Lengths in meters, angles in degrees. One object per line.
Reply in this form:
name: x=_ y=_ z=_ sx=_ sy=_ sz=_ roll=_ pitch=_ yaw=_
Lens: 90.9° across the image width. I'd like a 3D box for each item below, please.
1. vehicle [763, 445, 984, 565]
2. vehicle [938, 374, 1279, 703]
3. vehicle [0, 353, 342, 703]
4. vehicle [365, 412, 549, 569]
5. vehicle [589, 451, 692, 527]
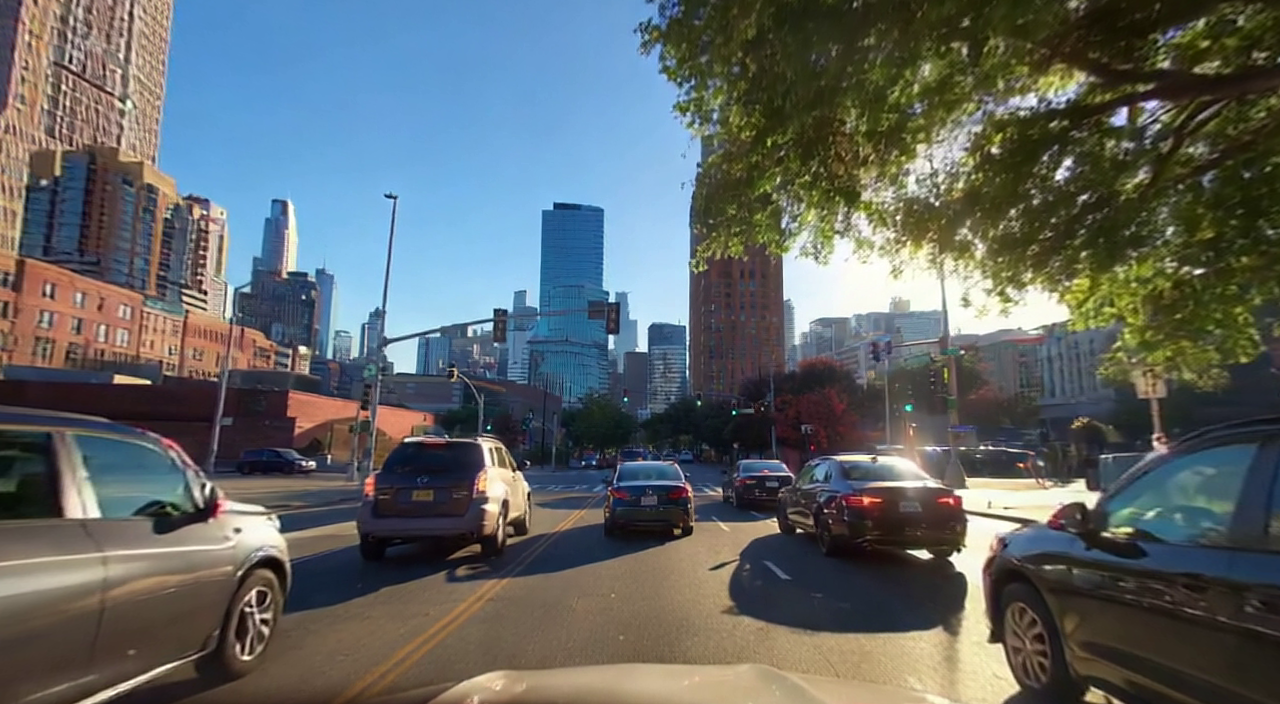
vehicle: x=3.501 y=2.349 z=10.560 sx=1.973 sy=1.537 sz=4.533 roll=0 pitch=-9 yaw=0
vehicle: x=3.296 y=0.948 z=2.487 sx=2.179 sy=1.631 sz=4.173 roll=0 pitch=-9 yaw=0
vehicle: x=-3.391 y=0.969 z=2.837 sx=2.046 sy=1.744 sz=4.407 roll=0 pitch=-9 yaw=-2
vehicle: x=-2.675 y=2.093 z=10.191 sx=1.683 sy=2.039 sz=3.703 roll=0 pitch=-9 yaw=3
vehicle: x=0.010 y=2.996 z=14.360 sx=2.031 sy=1.461 sz=3.763 roll=0 pitch=-9 yaw=0
